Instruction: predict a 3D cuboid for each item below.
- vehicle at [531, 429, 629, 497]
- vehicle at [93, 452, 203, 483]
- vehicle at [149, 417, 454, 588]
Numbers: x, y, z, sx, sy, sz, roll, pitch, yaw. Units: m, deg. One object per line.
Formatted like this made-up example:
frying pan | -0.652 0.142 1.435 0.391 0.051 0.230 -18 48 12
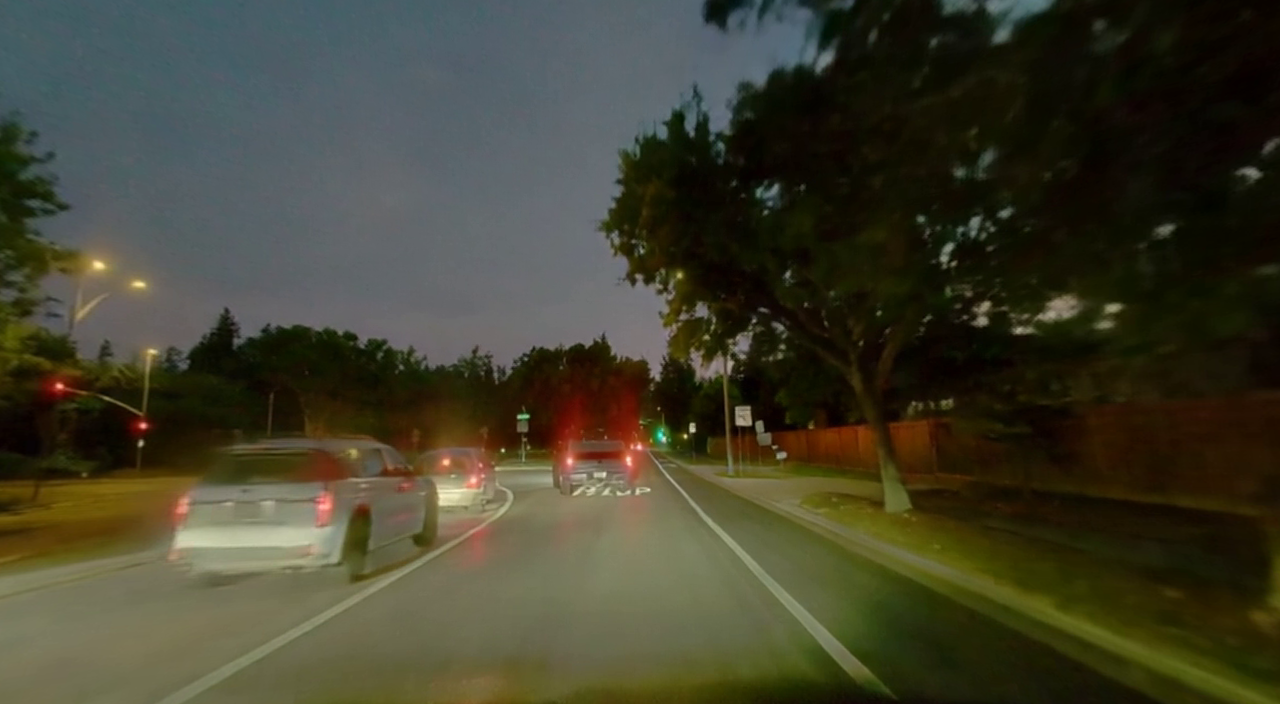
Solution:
vehicle | -1.830 3.067 17.773 2.290 1.653 4.127 2 -8 -12
vehicle | -25.435 5.965 32.548 4.197 1.447 2.071 -1 -8 9
vehicle | -3.738 1.685 7.867 1.986 1.561 3.805 1 -8 -6
